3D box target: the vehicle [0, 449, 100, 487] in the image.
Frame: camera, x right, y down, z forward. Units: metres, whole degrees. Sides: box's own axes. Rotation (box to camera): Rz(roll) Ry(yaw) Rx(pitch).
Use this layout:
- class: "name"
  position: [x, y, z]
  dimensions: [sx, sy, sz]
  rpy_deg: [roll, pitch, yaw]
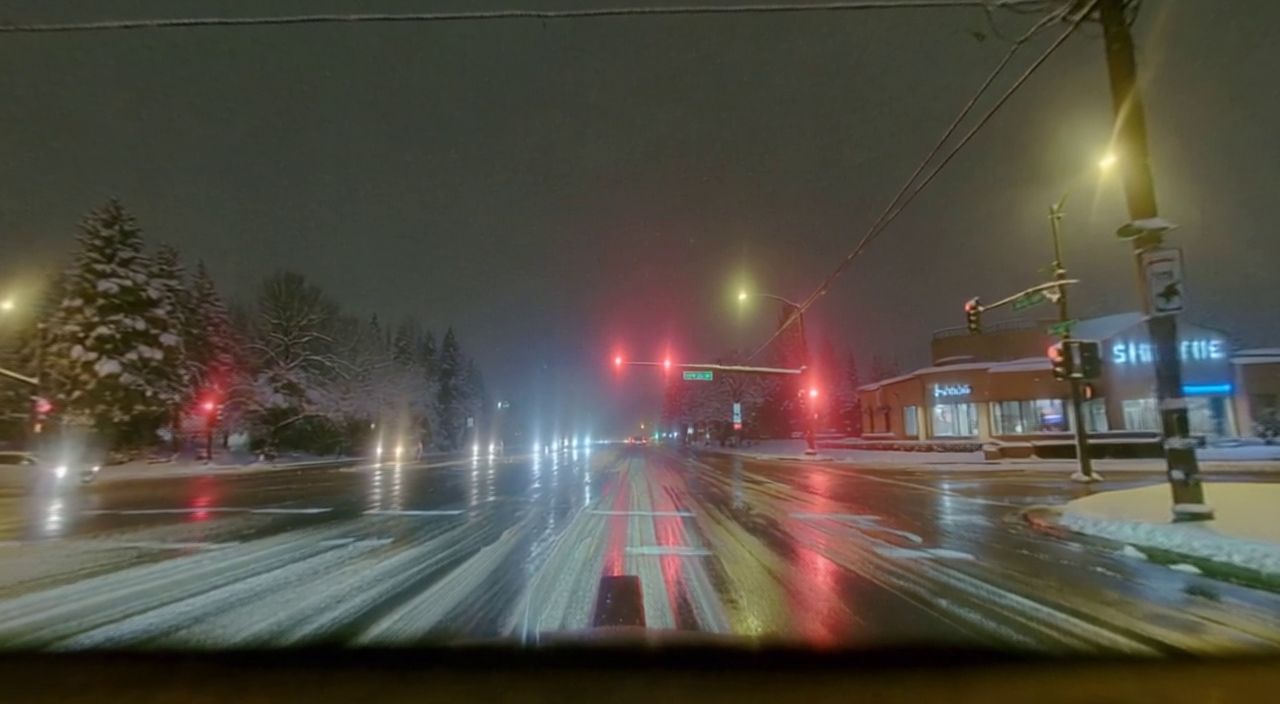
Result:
- class: "vehicle"
  position: [-25.441, 4.774, 26.040]
  dimensions: [4.500, 1.465, 1.936]
  rpy_deg: [0, -8, -1]
